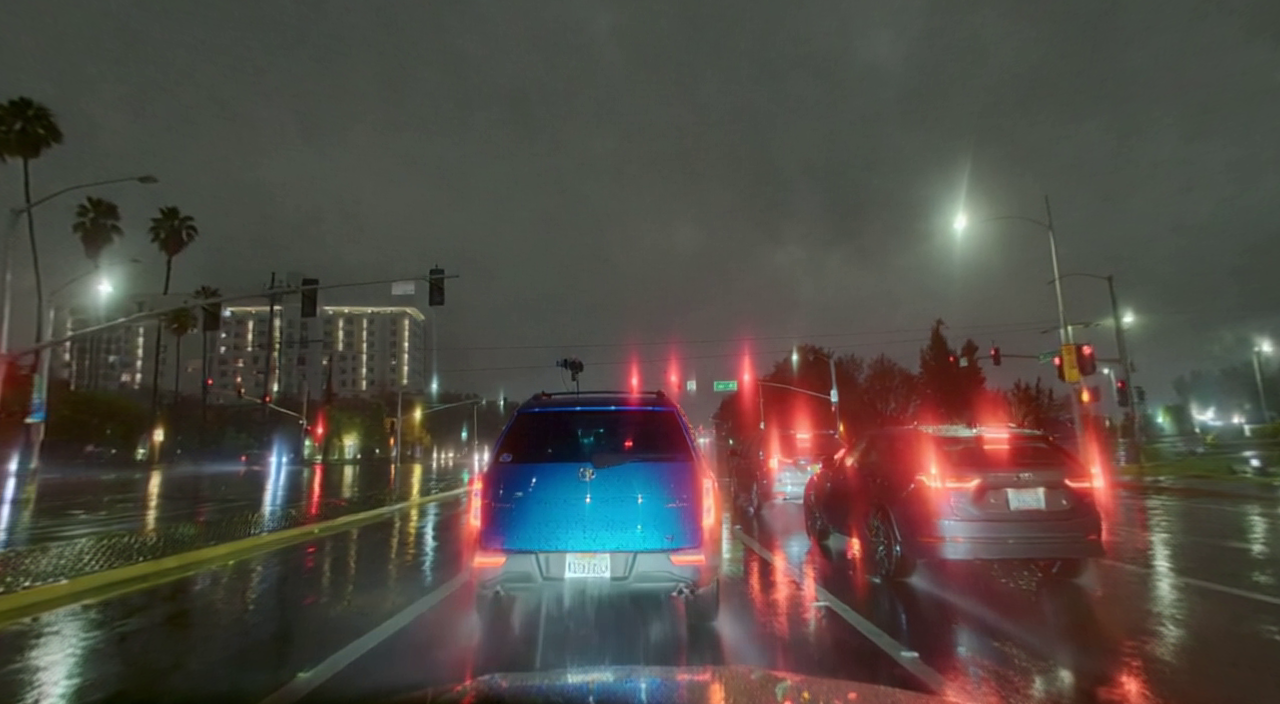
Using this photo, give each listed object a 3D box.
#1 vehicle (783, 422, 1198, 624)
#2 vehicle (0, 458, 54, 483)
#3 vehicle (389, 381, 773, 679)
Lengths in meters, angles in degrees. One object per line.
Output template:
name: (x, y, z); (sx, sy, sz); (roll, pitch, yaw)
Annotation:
vehicle: (3.110, 1.602, 6.943); (1.971, 1.473, 4.495); (0, -8, 0)
vehicle: (-47.870, 8.892, 47.267); (5.347, 1.785, 2.123); (0, -8, 2)
vehicle: (-0.340, 1.312, 5.686); (2.172, 1.694, 4.055); (0, -8, 0)
